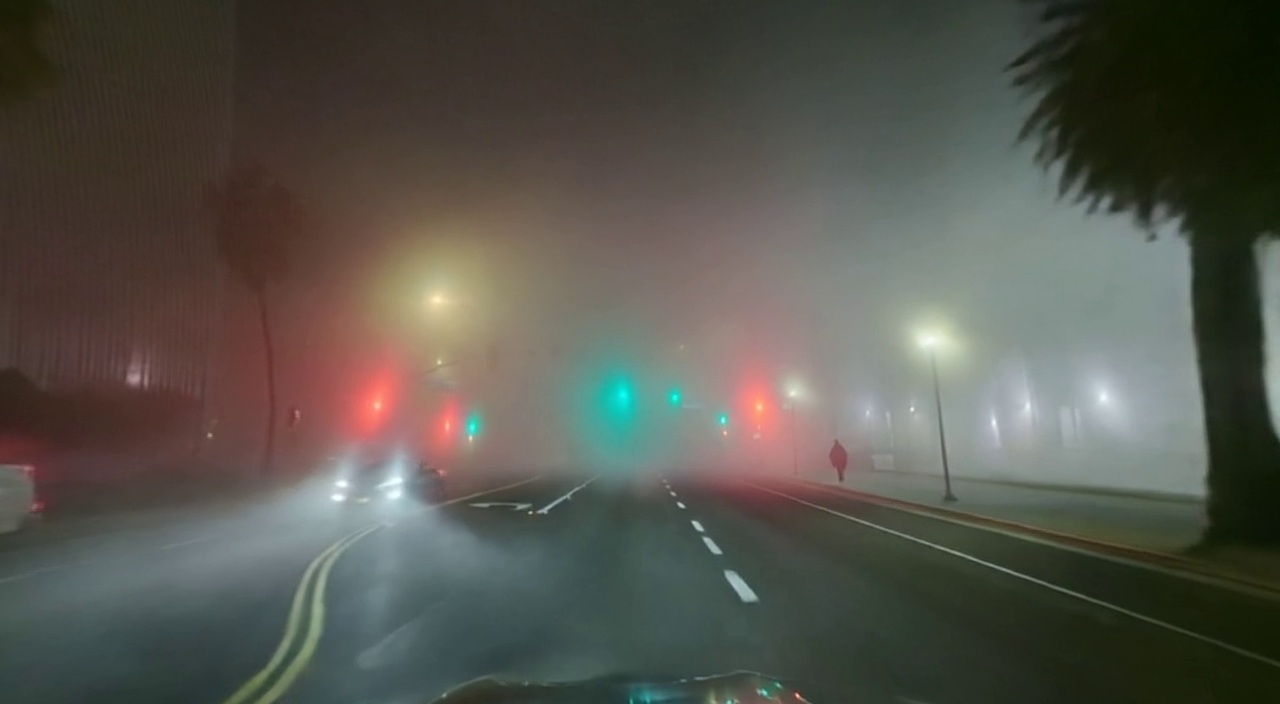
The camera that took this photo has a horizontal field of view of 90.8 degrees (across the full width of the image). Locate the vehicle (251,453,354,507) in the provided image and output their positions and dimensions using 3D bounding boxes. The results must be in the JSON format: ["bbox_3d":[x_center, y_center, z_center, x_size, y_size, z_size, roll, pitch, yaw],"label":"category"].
[{"bbox_3d":[-13.296,5.001,25.182,1.913,1.694,4.462,-5,-8,-4],"label":"vehicle"}]

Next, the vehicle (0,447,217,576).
[{"bbox_3d":[-9.659,2.489,10.687,1.940,1.726,4.395,-1,-8,0],"label":"vehicle"}]

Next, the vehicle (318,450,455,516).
[{"bbox_3d":[-6.499,3.367,16.807,1.868,1.467,4.267,-1,-8,0],"label":"vehicle"}]
